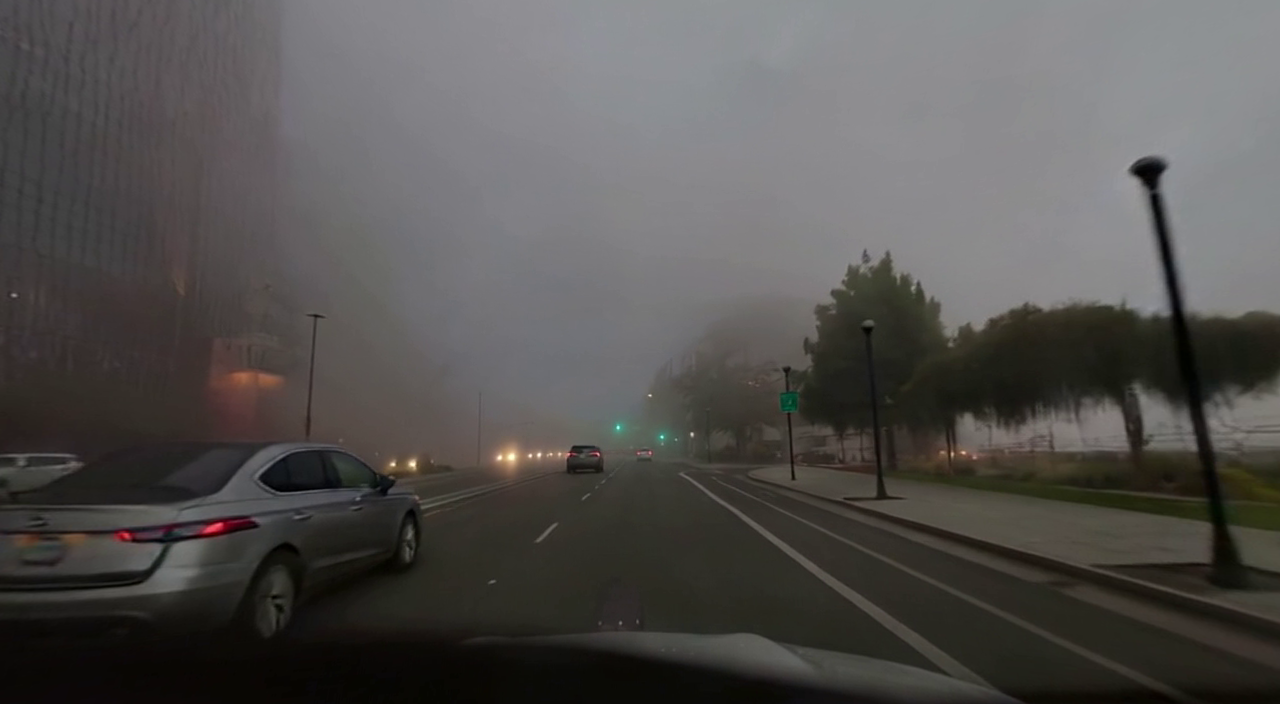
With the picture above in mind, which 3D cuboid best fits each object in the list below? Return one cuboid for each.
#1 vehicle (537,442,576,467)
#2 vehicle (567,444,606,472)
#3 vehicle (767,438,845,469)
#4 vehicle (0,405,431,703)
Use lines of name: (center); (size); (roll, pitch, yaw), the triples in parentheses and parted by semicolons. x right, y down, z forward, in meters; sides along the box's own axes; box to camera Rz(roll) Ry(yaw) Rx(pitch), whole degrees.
vehicle: (-6.290, 7.774, 48.138); (2.224, 1.821, 4.711); (0, -8, 1)
vehicle: (-3.161, 6.323, 37.924); (1.983, 1.545, 3.773); (0, -8, 1)
vehicle: (10.755, 6.581, 41.202); (4.430, 1.683, 1.966); (-3, -8, 0)
vehicle: (-3.323, 1.285, 4.789); (2.040, 1.497, 4.193); (0, -8, 0)
